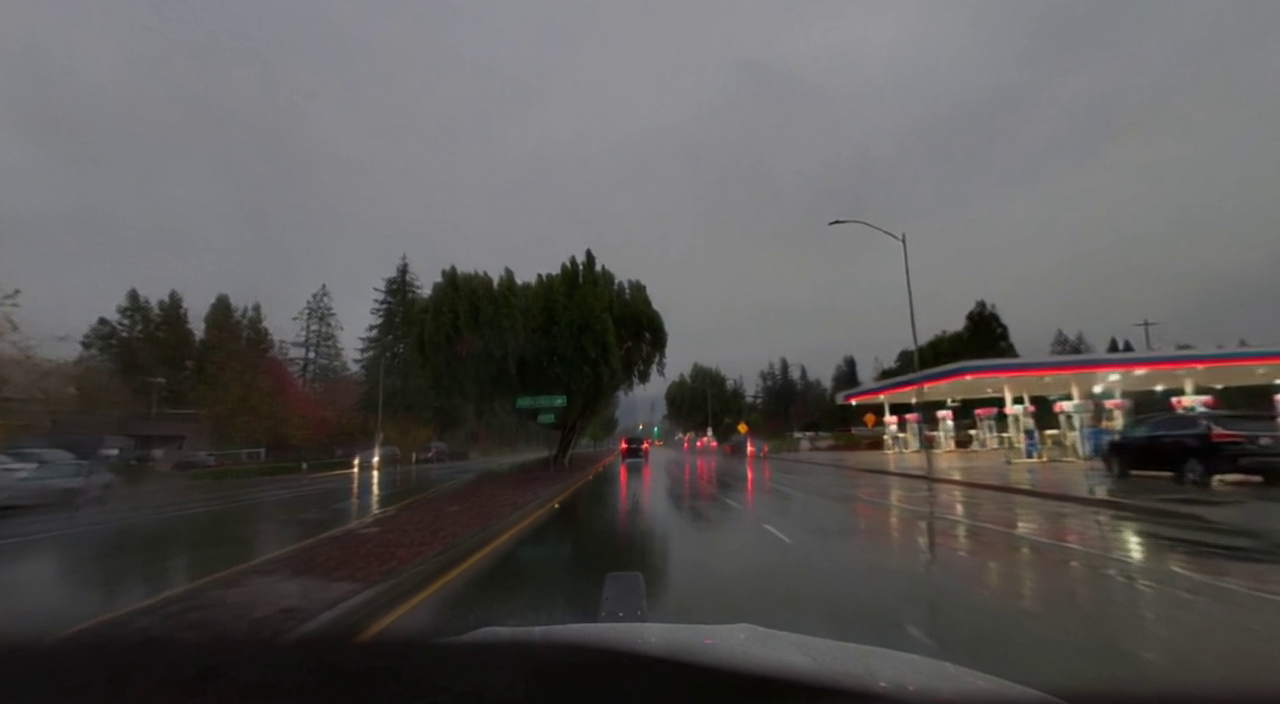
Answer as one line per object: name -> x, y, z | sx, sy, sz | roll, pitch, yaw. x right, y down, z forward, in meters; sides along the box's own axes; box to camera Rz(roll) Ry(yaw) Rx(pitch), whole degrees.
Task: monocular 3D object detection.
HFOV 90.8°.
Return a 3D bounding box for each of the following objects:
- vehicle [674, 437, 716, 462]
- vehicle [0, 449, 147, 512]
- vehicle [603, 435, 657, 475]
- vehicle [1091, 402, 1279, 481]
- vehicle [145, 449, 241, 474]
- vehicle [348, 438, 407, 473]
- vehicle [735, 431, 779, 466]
vehicle -> 3.368, 6.072, 39.488 | 2.124, 1.476, 4.730 | 0, -8, -1
vehicle -> -18.748, 4.024, 20.343 | 2.004, 1.758, 4.594 | 0, -8, 0
vehicle -> -0.365, 4.195, 25.905 | 2.052, 1.488, 3.779 | 0, -8, 0
vehicle -> 15.382, 2.468, 17.365 | 2.368, 1.868, 4.724 | 0, -8, -1
vehicle -> -27.478, 6.721, 38.920 | 4.413, 1.451, 1.882 | 0, -9, 0
vehicle -> -18.925, 7.399, 45.816 | 2.222, 2.141, 5.390 | -1, -6, -2
vehicle -> 6.252, 5.218, 34.291 | 2.117, 1.757, 4.969 | -1, -9, 8
